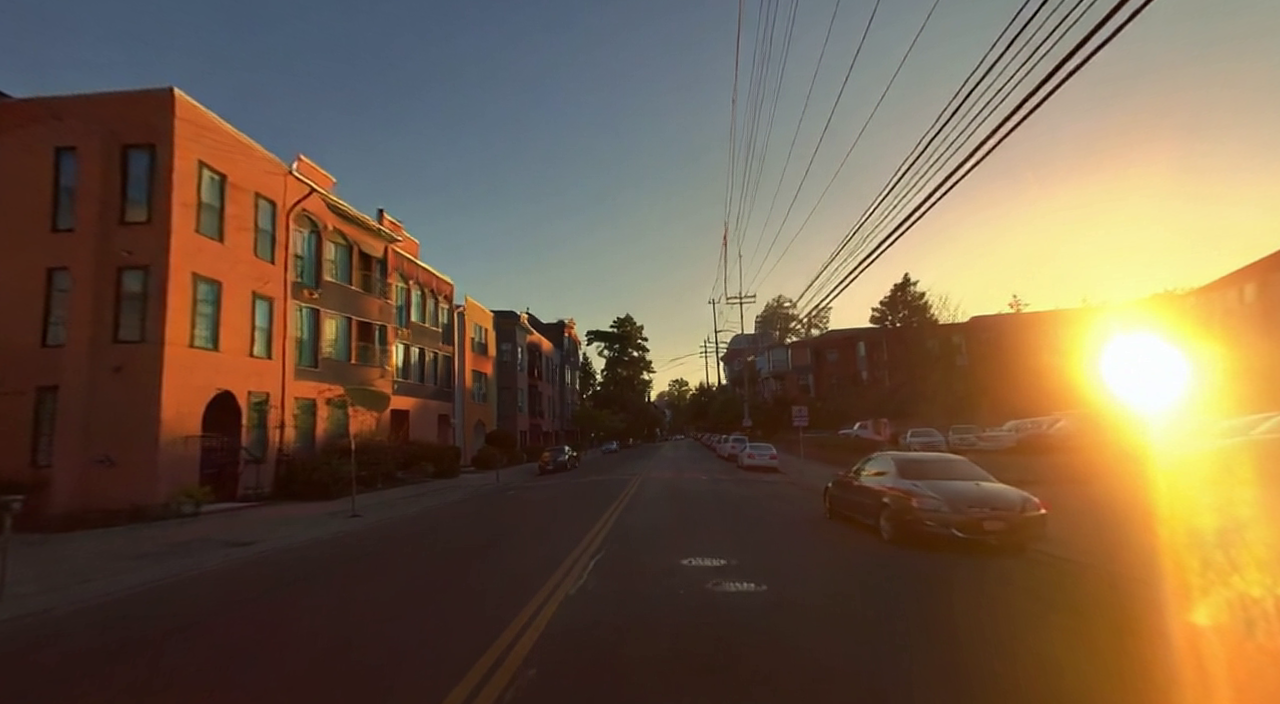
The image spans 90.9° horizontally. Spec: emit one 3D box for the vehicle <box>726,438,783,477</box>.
[{"bbox_3d":[5.018,4.689,28.198,1.914,1.591,3.892,0,-8,1],"label":"vehicle"}]

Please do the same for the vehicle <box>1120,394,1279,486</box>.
[{"bbox_3d":[11.241,1.663,11.895,1.801,1.491,3.488,-1,-8,6],"label":"vehicle"}]

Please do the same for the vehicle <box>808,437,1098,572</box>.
[{"bbox_3d":[4.026,1.999,9.247,1.928,1.440,4.738,0,-8,2],"label":"vehicle"}]

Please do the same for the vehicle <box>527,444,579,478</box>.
[{"bbox_3d":[-4.444,5.638,32.928,1.913,1.672,4.267,-1,-8,3],"label":"vehicle"}]
